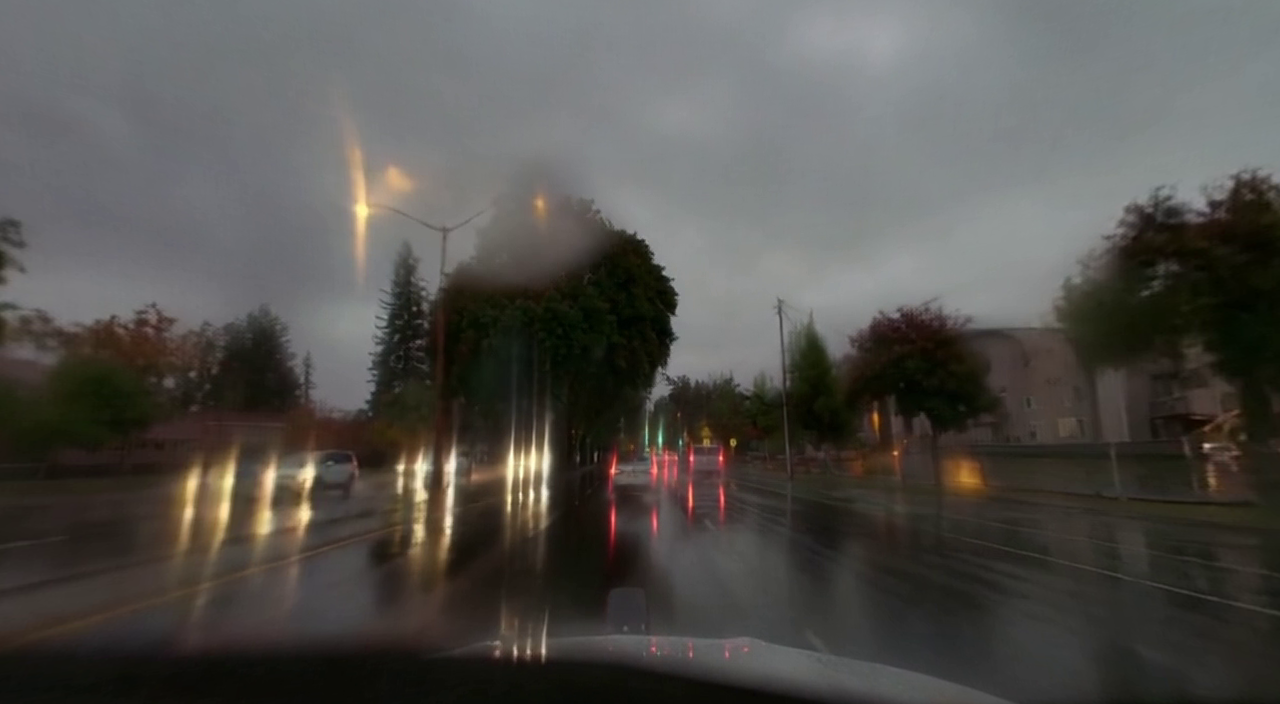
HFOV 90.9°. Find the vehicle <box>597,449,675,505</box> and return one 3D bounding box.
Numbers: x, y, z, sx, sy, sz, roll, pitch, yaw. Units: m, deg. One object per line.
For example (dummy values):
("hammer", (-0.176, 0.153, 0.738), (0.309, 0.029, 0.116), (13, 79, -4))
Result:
("vehicle", (-0.117, 3.751, 19.378), (2.140, 1.474, 4.026), (0, -9, 0))

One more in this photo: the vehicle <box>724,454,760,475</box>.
("vehicle", (7.836, 8.677, 48.745), (1.980, 1.497, 4.345), (0, -9, 0))

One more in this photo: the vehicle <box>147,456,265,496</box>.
("vehicle", (-18.373, 5.237, 26.993), (1.928, 1.491, 4.316), (0, -9, 1))

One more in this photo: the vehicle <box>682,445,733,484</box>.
("vehicle", (3.284, 5.562, 31.537), (2.073, 1.822, 4.276), (0, -9, 0))

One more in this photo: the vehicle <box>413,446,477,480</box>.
("vehicle", (-11.655, 6.619, 37.983), (2.370, 1.892, 4.343), (0, -9, 1))
